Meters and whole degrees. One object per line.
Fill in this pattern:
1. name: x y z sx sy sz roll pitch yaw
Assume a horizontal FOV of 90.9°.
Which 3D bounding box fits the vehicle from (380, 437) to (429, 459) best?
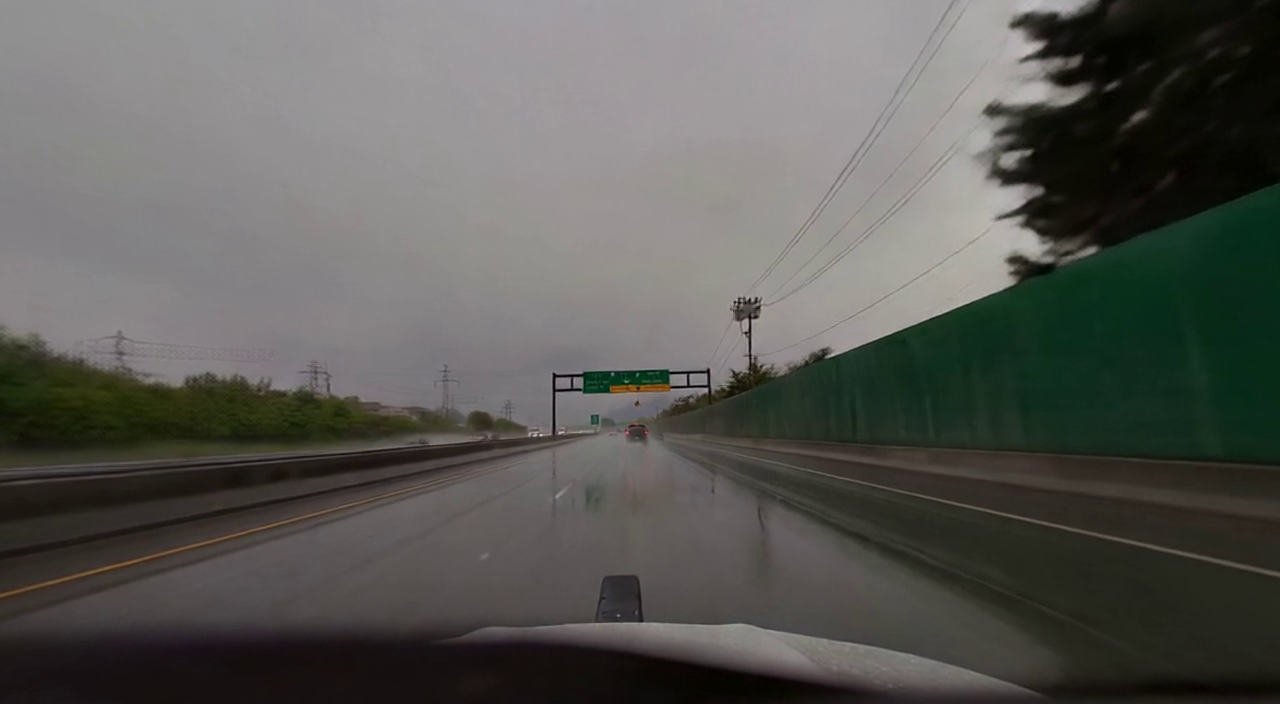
1. vehicle: -17.129 6.971 46.037 1.860 1.505 4.566 0 -8 -1
